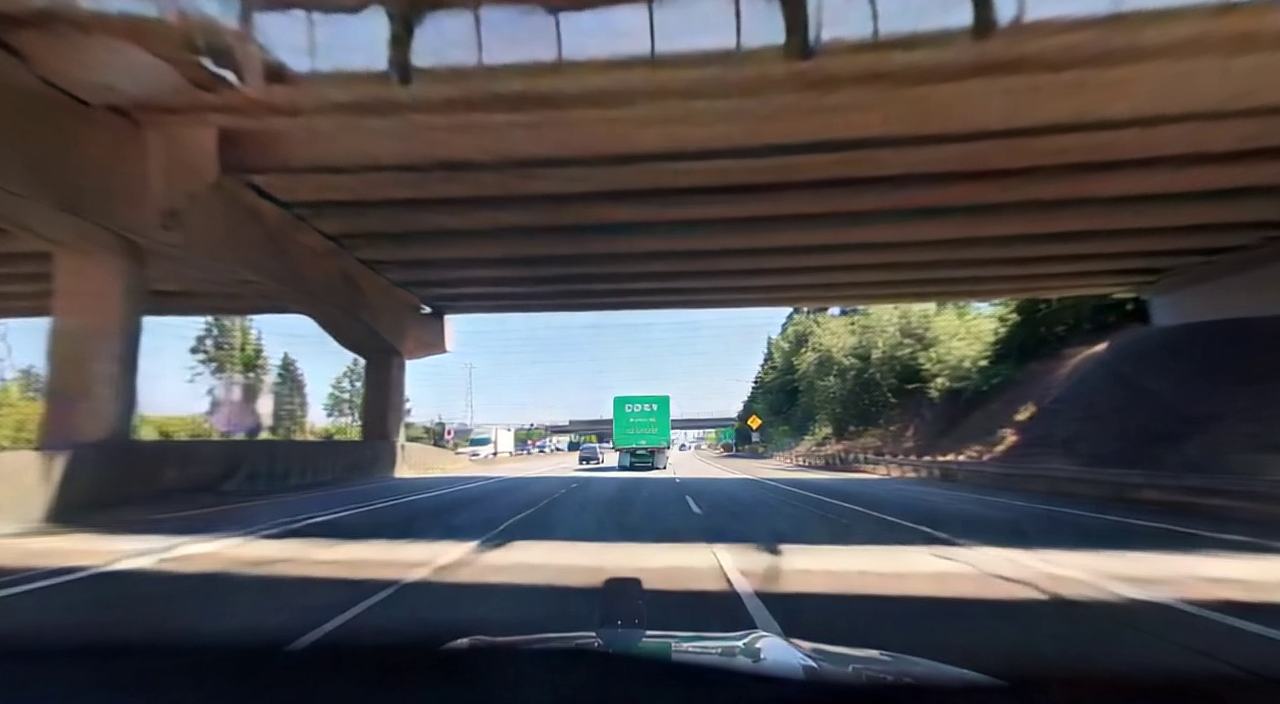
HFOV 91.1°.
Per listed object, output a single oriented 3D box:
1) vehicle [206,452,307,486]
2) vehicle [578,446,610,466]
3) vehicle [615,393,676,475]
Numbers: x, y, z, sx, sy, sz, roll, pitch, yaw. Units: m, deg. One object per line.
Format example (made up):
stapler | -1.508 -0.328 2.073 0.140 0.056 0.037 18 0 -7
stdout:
vehicle | -17.945 5.453 29.705 1.796 1.438 4.411 -1 -9 4
vehicle | -3.476 8.019 48.763 1.958 1.467 4.737 -1 -9 2
vehicle | 0.414 4.996 37.483 3.025 4.002 12.709 -1 -9 1
